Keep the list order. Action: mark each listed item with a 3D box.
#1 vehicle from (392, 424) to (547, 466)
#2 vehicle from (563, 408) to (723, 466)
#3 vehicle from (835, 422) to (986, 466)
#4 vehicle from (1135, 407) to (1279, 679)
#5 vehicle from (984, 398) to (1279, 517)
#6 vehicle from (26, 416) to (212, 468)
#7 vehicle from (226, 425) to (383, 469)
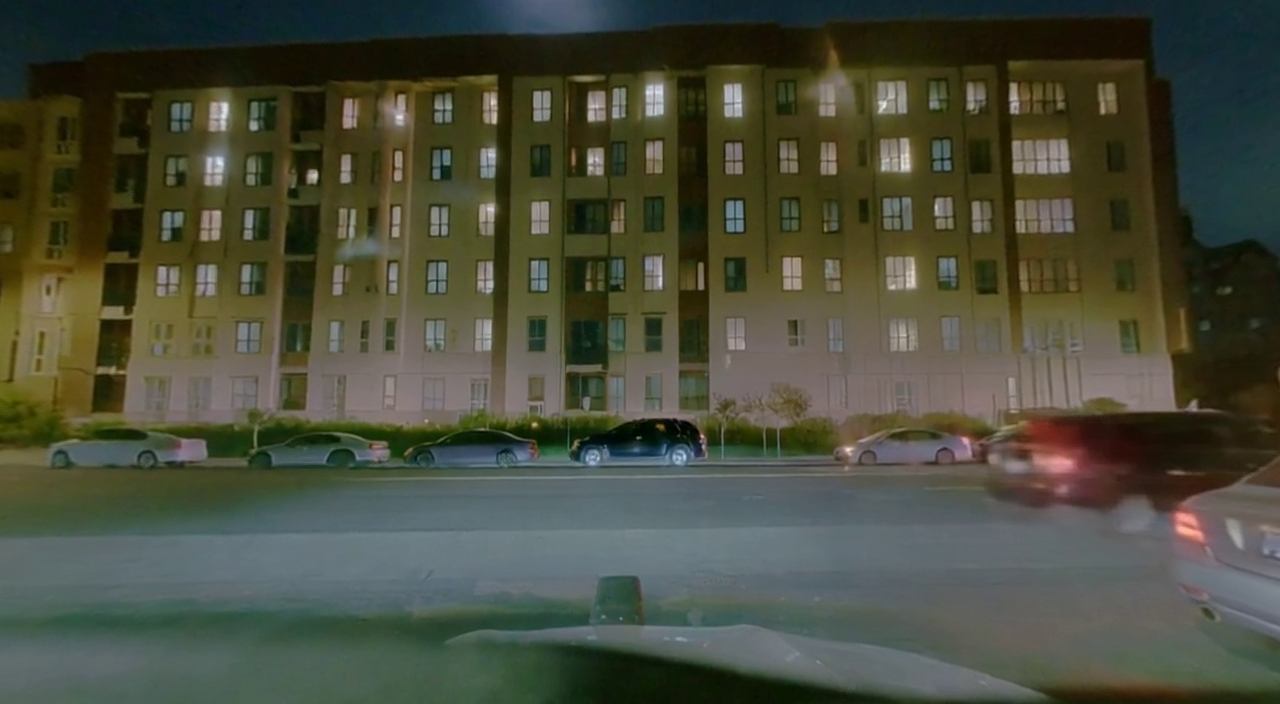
[{"bbox_3d":[-5.768,3.249,21.851,4.851,1.339,1.785,0,-11,-3],"label":"vehicle"},{"bbox_3d":[0.030,3.013,22.037,5.299,1.860,2.098,1,-10,-5],"label":"vehicle"},{"bbox_3d":[9.421,3.216,22.252,4.521,1.411,1.726,0,-7,-4],"label":"vehicle"},{"bbox_3d":[5.861,1.045,3.409,4.714,1.471,1.978,0,-4,1],"label":"vehicle"},{"bbox_3d":[7.915,1.513,9.173,4.609,1.508,2.039,0,-9,1],"label":"vehicle"},{"bbox_3d":[-17.518,3.068,21.447,4.426,1.641,1.889,1,-9,-5],"label":"vehicle"},{"bbox_3d":[-11.411,3.265,21.734,4.336,1.438,1.776,1,-9,-3],"label":"vehicle"}]
